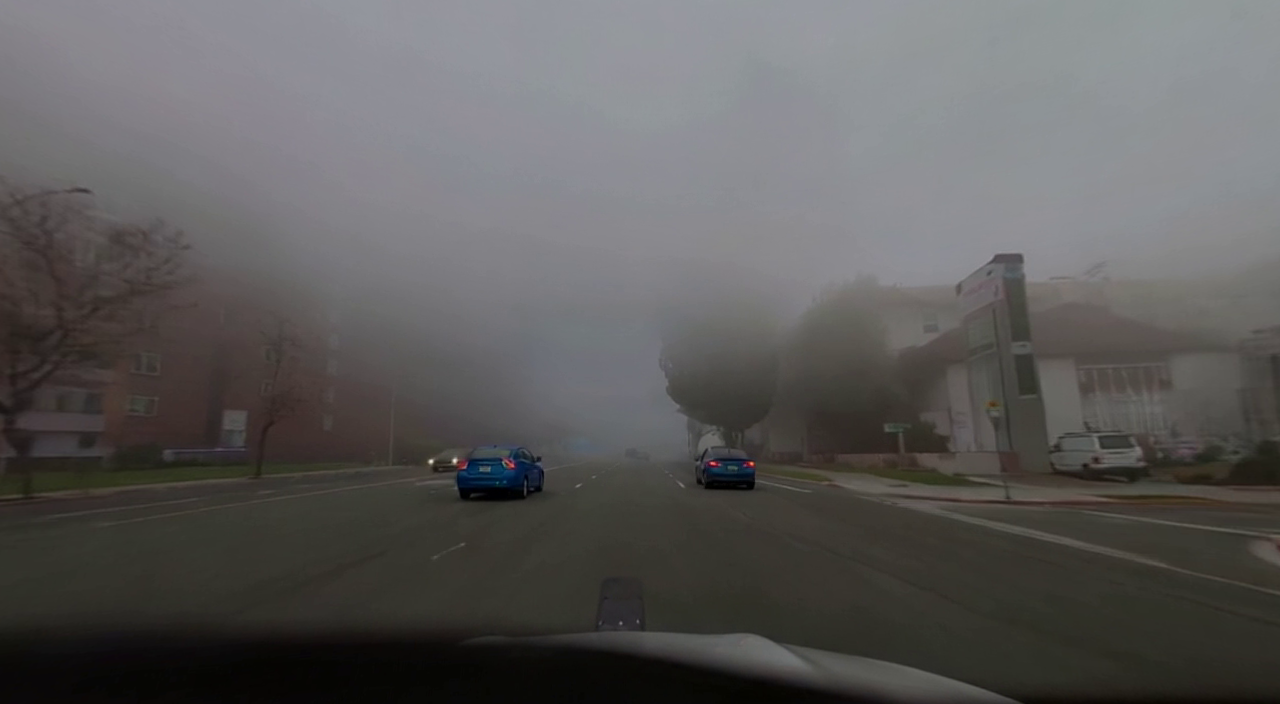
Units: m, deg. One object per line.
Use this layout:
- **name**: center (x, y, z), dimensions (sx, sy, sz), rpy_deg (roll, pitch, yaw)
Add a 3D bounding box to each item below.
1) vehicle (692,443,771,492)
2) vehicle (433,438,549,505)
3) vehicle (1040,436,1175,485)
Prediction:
- **vehicle**: center (3.002, 3.901, 21.764), dimensions (1.978, 1.471, 4.426), rpy_deg (0, -9, -1)
- **vehicle**: center (-3.733, 3.061, 16.648), dimensions (2.062, 1.527, 4.044), rpy_deg (0, -9, 0)
- **vehicle**: center (19.415, 4.511, 26.583), dimensions (1.961, 1.861, 4.757), rpy_deg (0, -9, -1)
